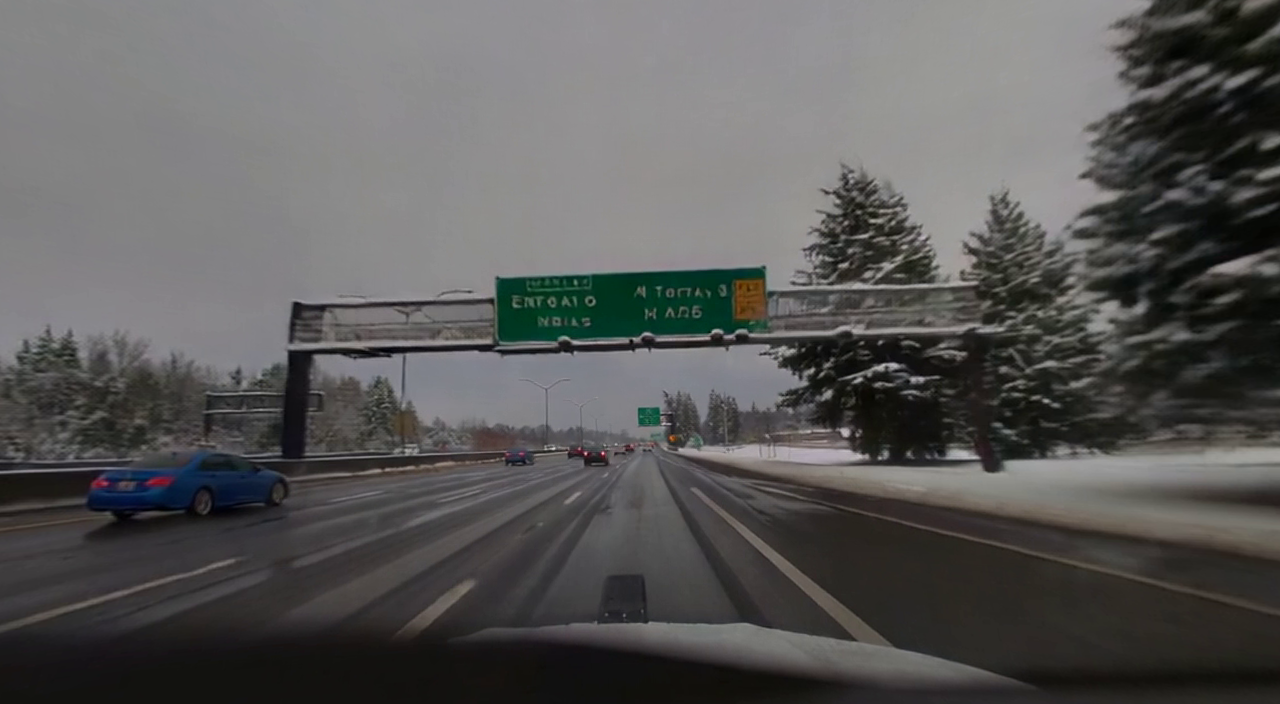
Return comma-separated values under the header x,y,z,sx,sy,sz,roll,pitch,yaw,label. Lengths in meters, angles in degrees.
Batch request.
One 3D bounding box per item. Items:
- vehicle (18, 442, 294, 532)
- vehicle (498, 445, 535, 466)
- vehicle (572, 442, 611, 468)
x,y,z,sx,sy,sz,roll,pitch,yaw,label
-9.829,2.722,13.497,2.002,1.526,4.822,-1,-8,1,vehicle
-9.373,7.838,48.027,1.930,1.490,3.955,-1,-8,1,vehicle
-2.999,6.452,39.736,2.050,1.479,4.342,-1,-8,1,vehicle
